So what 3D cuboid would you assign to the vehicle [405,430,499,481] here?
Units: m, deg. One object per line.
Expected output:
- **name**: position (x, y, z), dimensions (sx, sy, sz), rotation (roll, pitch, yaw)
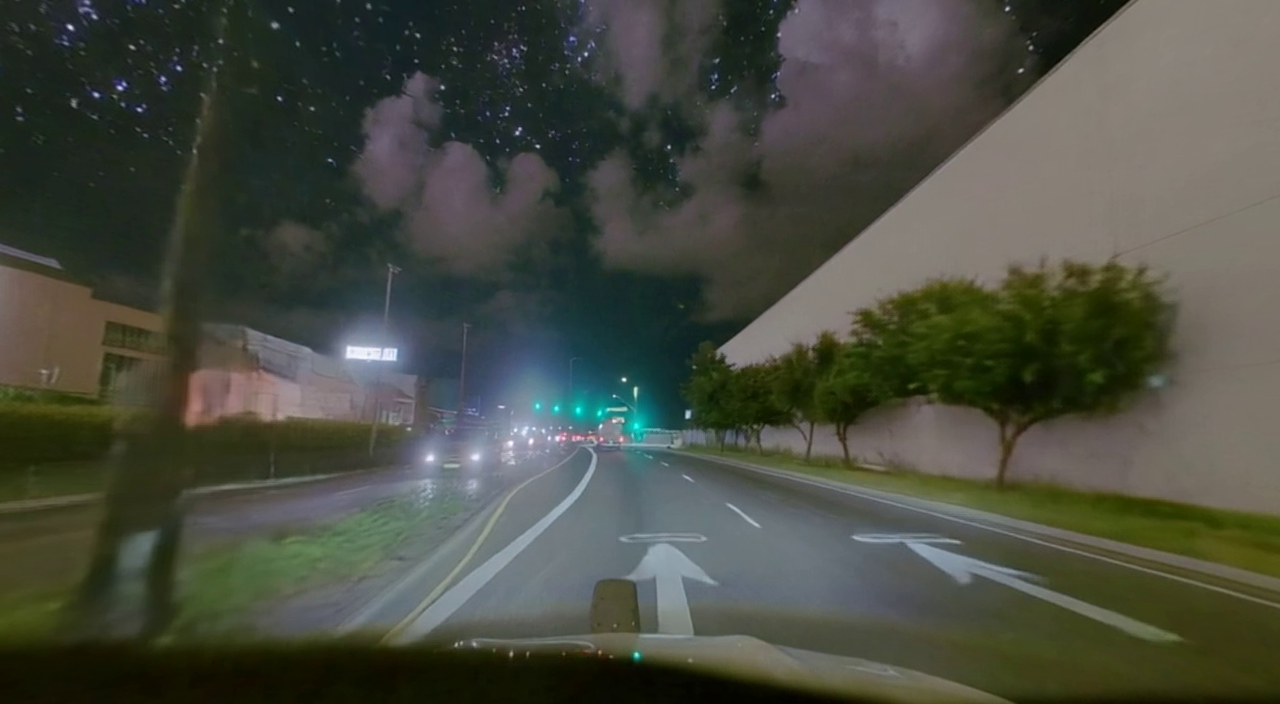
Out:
- **vehicle**: position (-6.473, 3.595, 22.205), dimensions (2.120, 1.610, 3.917), rotation (0, -8, -1)
